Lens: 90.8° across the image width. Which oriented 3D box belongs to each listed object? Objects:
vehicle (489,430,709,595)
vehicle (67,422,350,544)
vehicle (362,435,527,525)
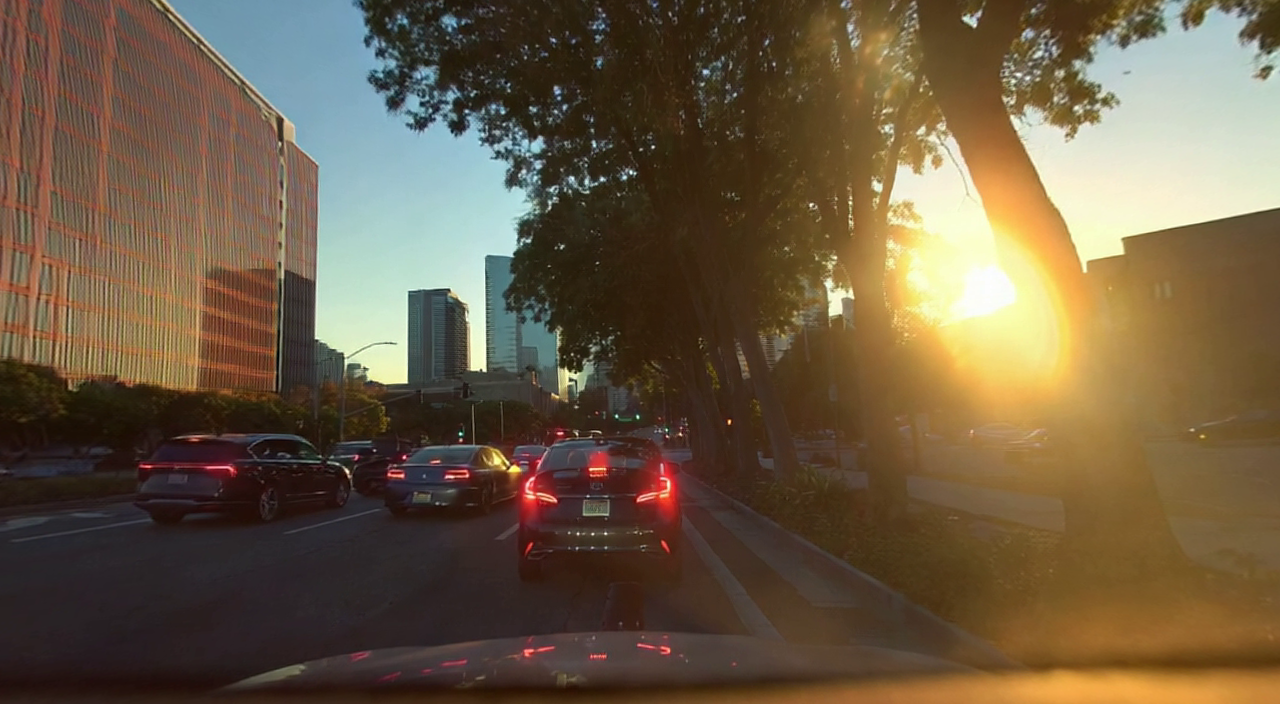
[{"bbox_3d":[-0.392,1.815,8.002,2.066,1.544,3.954,0,-9,0],"label":"vehicle"},{"bbox_3d":[-7.355,2.251,11.496,2.068,1.784,4.224,0,-9,1],"label":"vehicle"},{"bbox_3d":[-3.786,2.553,13.210,1.913,1.521,4.539,0,-9,1],"label":"vehicle"}]
